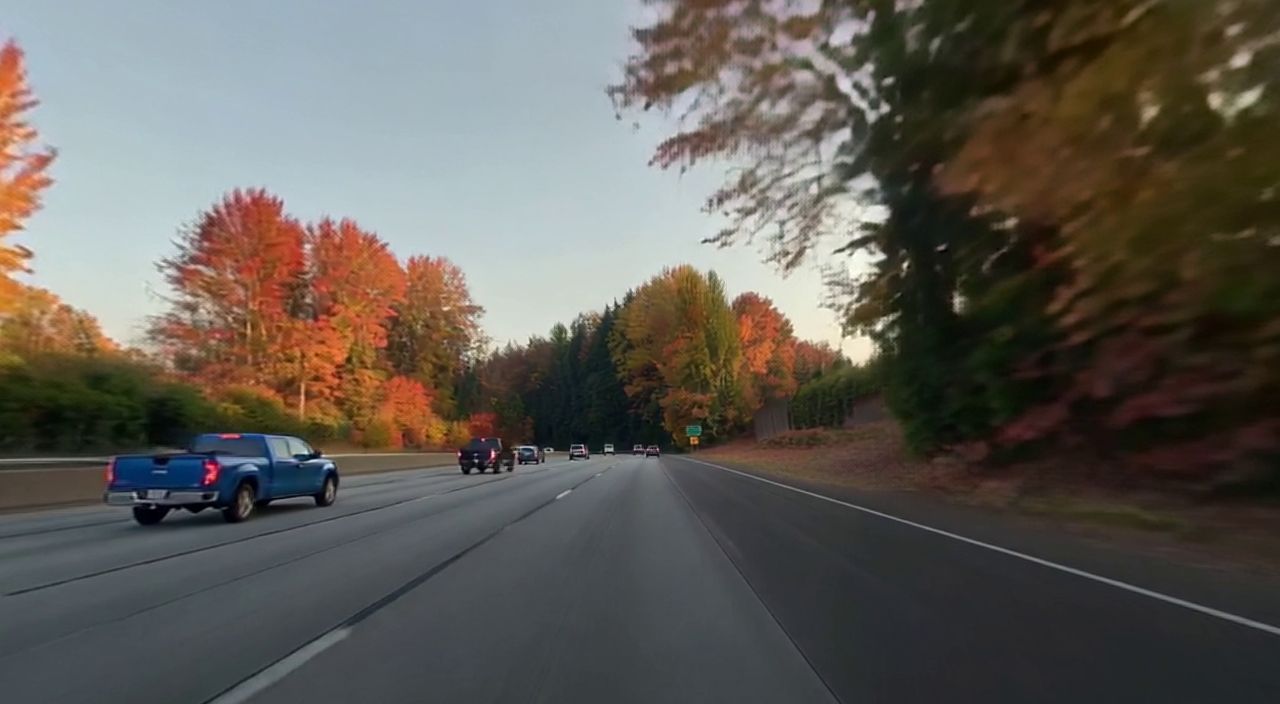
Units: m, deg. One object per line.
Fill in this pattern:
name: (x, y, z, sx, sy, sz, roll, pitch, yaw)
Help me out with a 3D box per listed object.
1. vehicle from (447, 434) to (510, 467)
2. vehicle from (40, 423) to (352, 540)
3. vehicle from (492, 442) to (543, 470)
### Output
vehicle: (-10.318, 6.339, 40.732, 2.347, 1.984, 5.778, 0, -8, 2)
vehicle: (-7.147, 2.113, 10.994, 1.965, 1.567, 4.686, 0, -8, 1)
vehicle: (-6.792, 5.810, 35.444, 1.919, 1.499, 4.234, 0, -8, 1)
